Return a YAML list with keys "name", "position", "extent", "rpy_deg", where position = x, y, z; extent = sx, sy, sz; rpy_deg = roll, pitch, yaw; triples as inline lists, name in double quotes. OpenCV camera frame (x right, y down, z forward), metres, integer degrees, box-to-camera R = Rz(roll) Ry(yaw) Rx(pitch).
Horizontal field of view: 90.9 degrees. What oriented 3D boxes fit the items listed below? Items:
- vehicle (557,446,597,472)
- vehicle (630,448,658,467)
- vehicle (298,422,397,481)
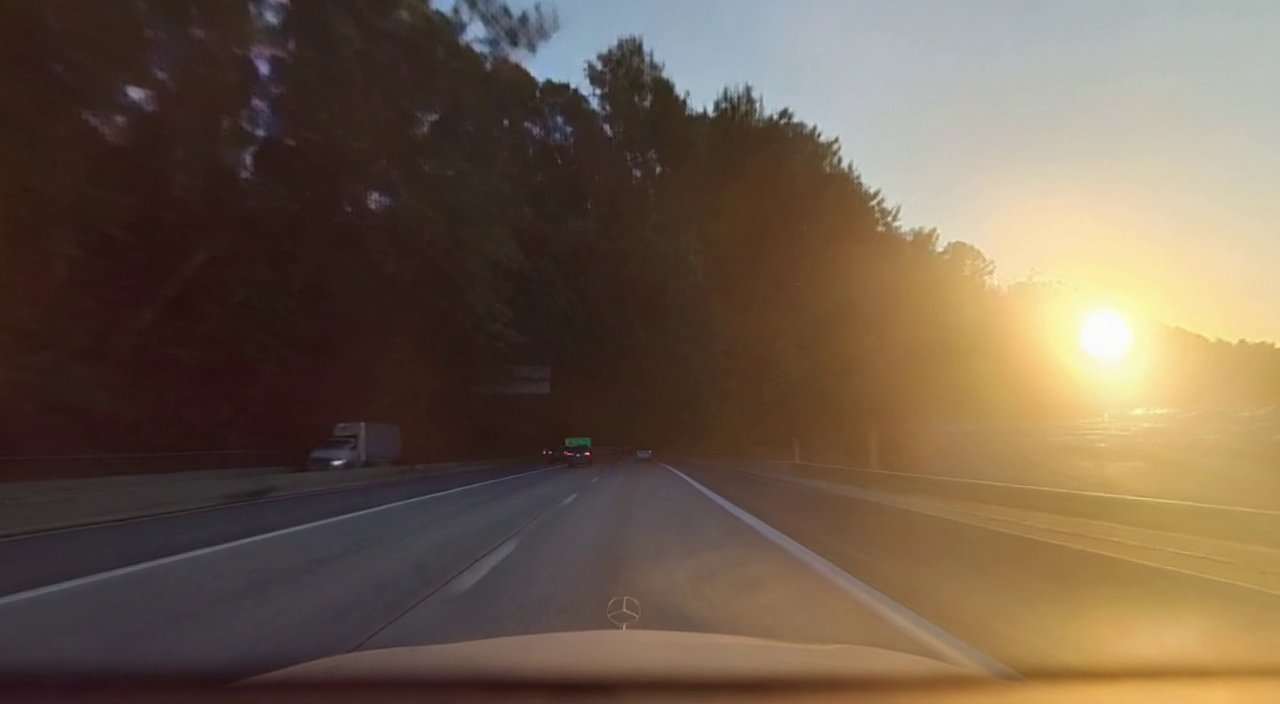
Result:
- name: "vehicle"
  position: [-3.875, 6.678, 39.510]
  extent: [2.112, 1.498, 4.117]
  rpy_deg: [0, -9, -1]
- name: "vehicle"
  position: [0.272, 7.968, 47.657]
  extent: [1.989, 1.402, 3.831]
  rpy_deg: [0, -9, 0]
- name: "vehicle"
  position: [-19.361, 6.671, 42.375]
  extent: [2.913, 3.570, 7.466]
  rpy_deg: [0, -9, 1]
